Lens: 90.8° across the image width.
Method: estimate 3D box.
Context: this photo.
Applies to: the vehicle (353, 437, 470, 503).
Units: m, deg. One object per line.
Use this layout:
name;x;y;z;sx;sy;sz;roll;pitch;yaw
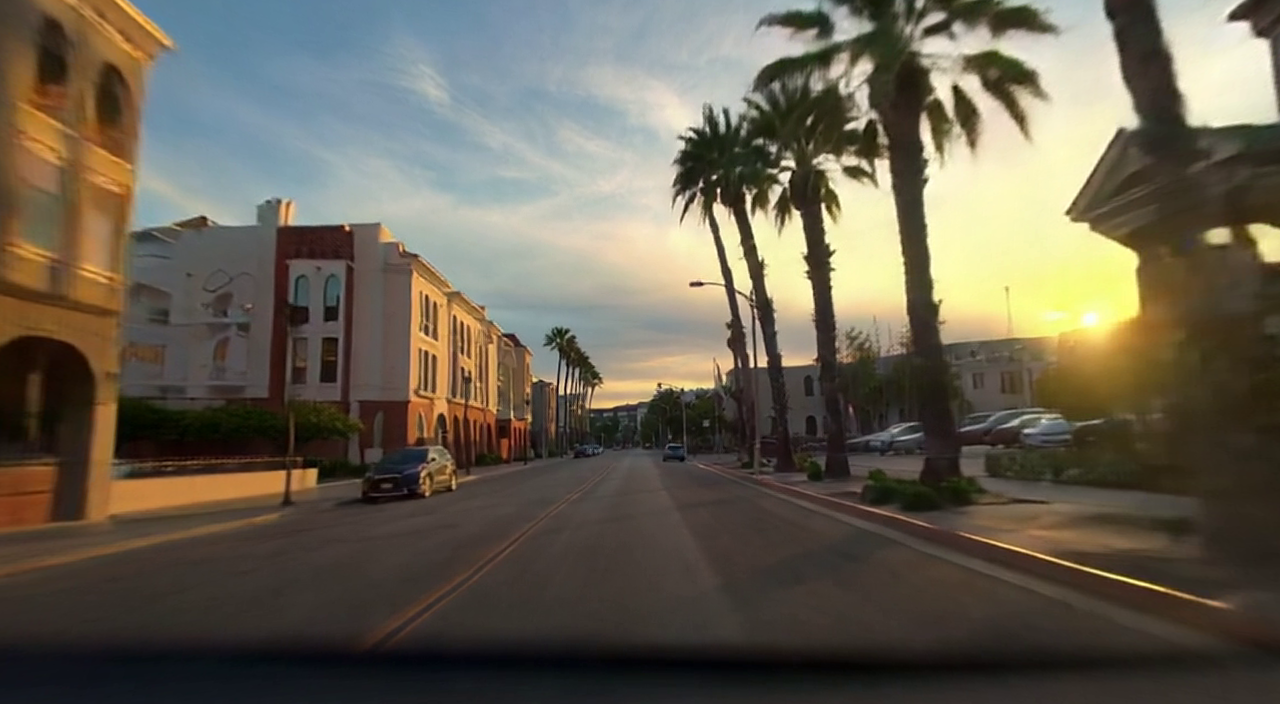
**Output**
vehicle;-6.675;3.500;18.994;1.946;1.640;4.430;-3;-9;-1
